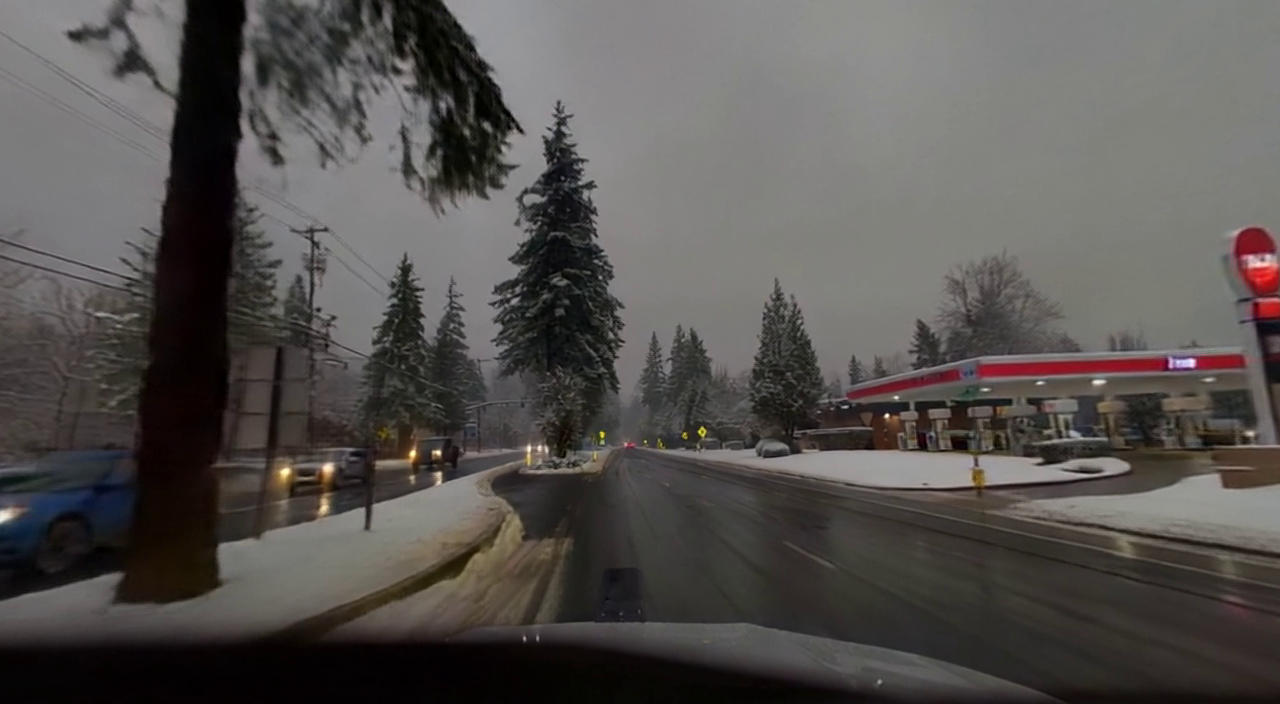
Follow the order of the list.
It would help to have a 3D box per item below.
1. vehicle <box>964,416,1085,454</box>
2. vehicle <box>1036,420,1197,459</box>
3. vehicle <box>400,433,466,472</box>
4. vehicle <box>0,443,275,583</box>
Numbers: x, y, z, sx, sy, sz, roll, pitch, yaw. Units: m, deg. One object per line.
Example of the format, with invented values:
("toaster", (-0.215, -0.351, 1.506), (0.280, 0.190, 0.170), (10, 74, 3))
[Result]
("vehicle", (18.161, 3.934, 29.971), (4.422, 1.586, 1.990), (-1, -8, -3))
("vehicle", (18.849, 3.492, 25.131), (4.800, 1.459, 2.051), (0, -9, -4))
("vehicle", (-12.136, 5.955, 37.562), (2.131, 2.148, 5.709), (0, -9, -2))
("vehicle", (-7.421, 2.046, 8.937), (1.982, 1.465, 4.376), (0, -9, -1))
